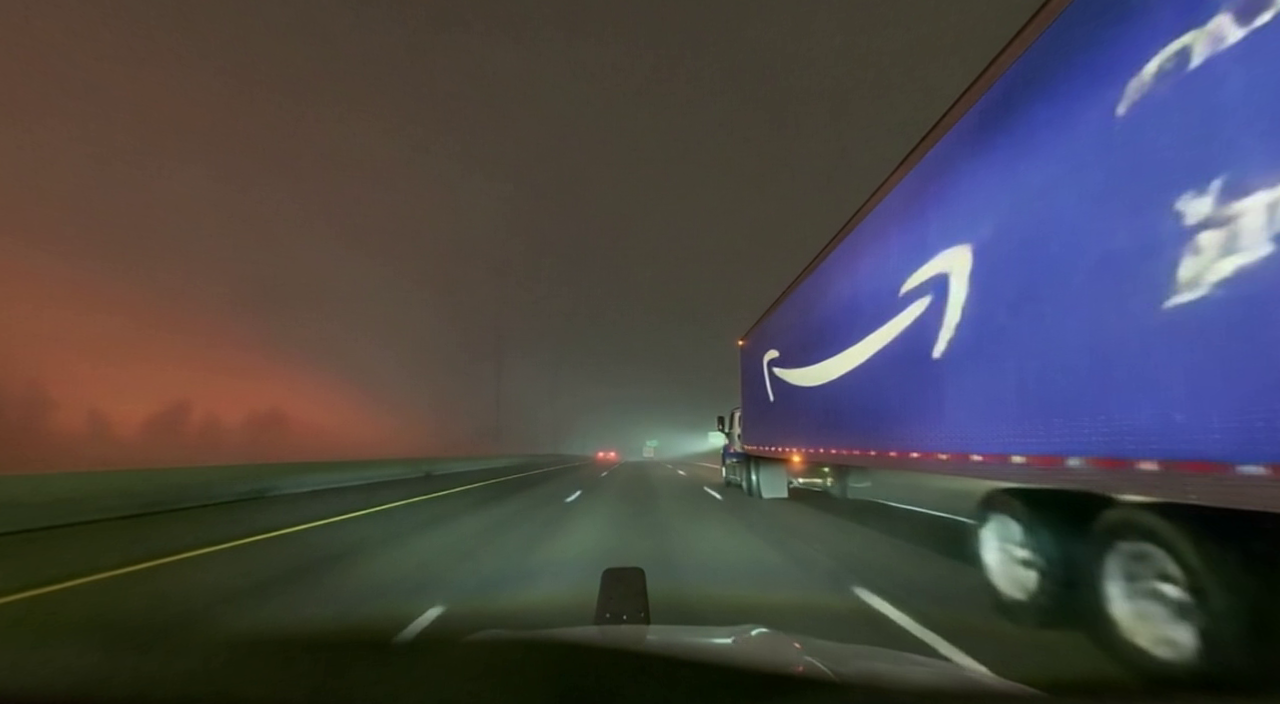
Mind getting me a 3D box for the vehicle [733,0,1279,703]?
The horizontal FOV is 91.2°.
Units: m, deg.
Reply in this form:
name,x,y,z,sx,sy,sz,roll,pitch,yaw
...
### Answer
name,x,y,z,sx,sy,sz,roll,pitch,yaw
vehicle,4.091,0.622,8.774,2.928,4.021,17.190,0,-8,0
